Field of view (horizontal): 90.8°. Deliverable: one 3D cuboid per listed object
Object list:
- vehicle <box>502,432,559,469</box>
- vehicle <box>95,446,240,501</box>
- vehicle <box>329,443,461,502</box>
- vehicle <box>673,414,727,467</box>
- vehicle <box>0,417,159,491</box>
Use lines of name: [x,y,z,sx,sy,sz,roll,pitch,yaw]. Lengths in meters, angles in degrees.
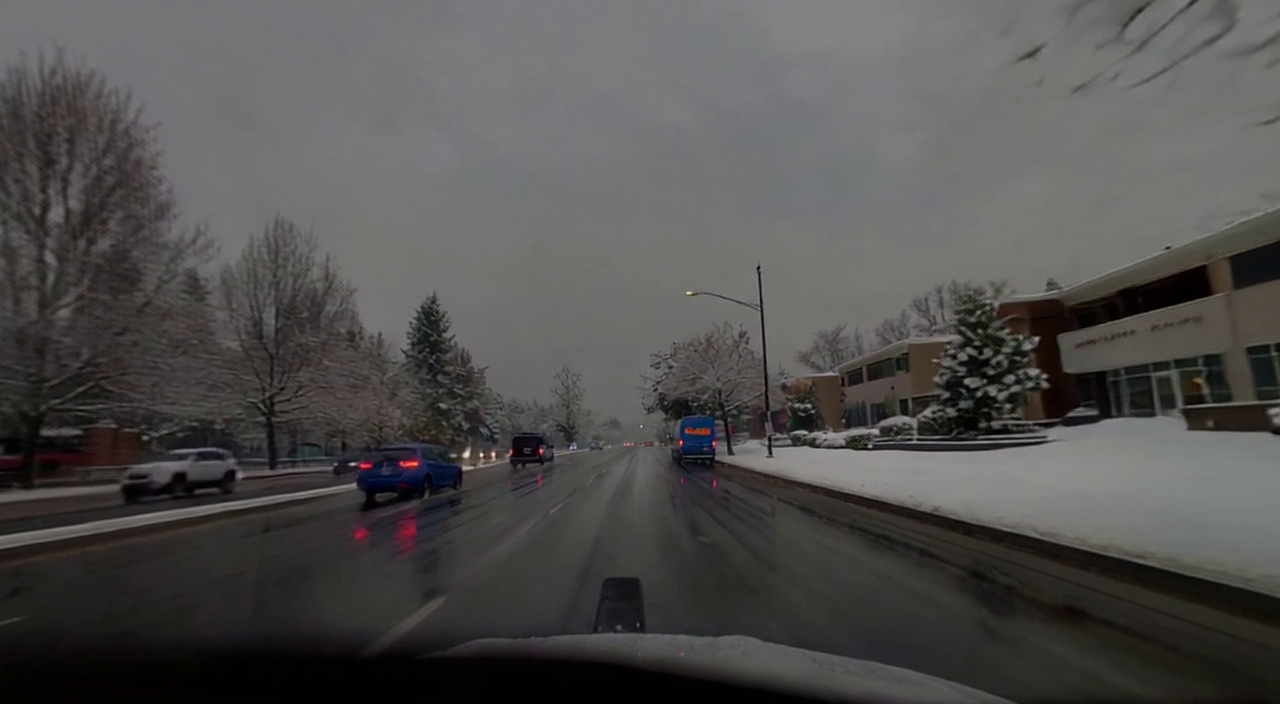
vehicle: [-6.556,6.012,38.536,2.332,2.039,5.678,0,-9,1]
vehicle: [-18.132,4.626,24.598,2.010,1.888,4.622,0,-9,1]
vehicle: [-6.809,3.370,18.160,1.970,1.456,4.441,0,-9,1]
vehicle: [3.567,5.439,38.643,2.791,3.026,4.668,0,-9,0]
vehicle: [-34.246,6.150,38.360,2.781,3.955,8.836,-1,-9,2]
